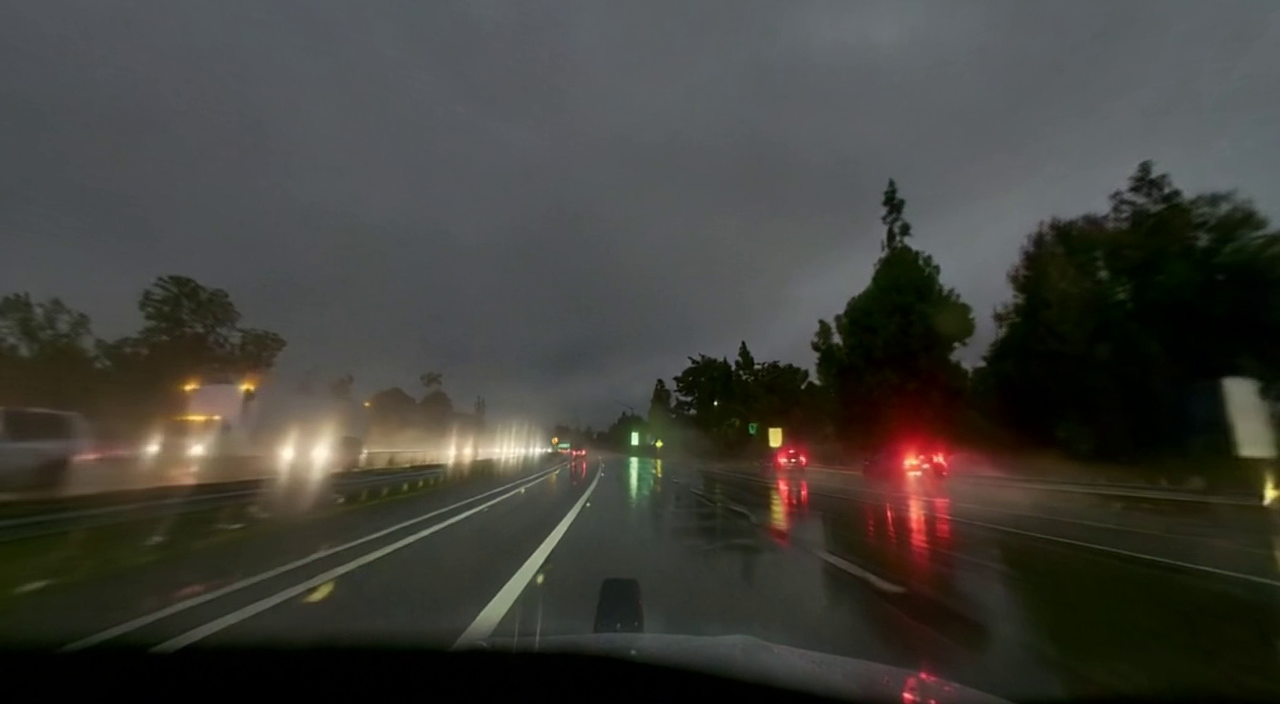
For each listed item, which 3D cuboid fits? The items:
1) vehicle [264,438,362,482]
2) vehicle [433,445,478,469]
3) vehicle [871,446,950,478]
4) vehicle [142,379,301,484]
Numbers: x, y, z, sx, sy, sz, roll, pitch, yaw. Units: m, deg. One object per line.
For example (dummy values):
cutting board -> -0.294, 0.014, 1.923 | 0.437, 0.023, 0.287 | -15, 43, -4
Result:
vehicle -> -13.079, 4.341, 25.349 | 1.865, 1.583, 4.097 | 0, -9, -3
vehicle -> -12.757, 7.273, 43.566 | 1.881, 1.515, 4.661 | 0, -9, -3
vehicle -> 16.171, 6.579, 37.763 | 2.020, 1.738, 4.549 | 1, -9, -11
vehicle -> -18.538, 3.683, 28.417 | 3.030, 4.192, 6.164 | 1, -9, -4
